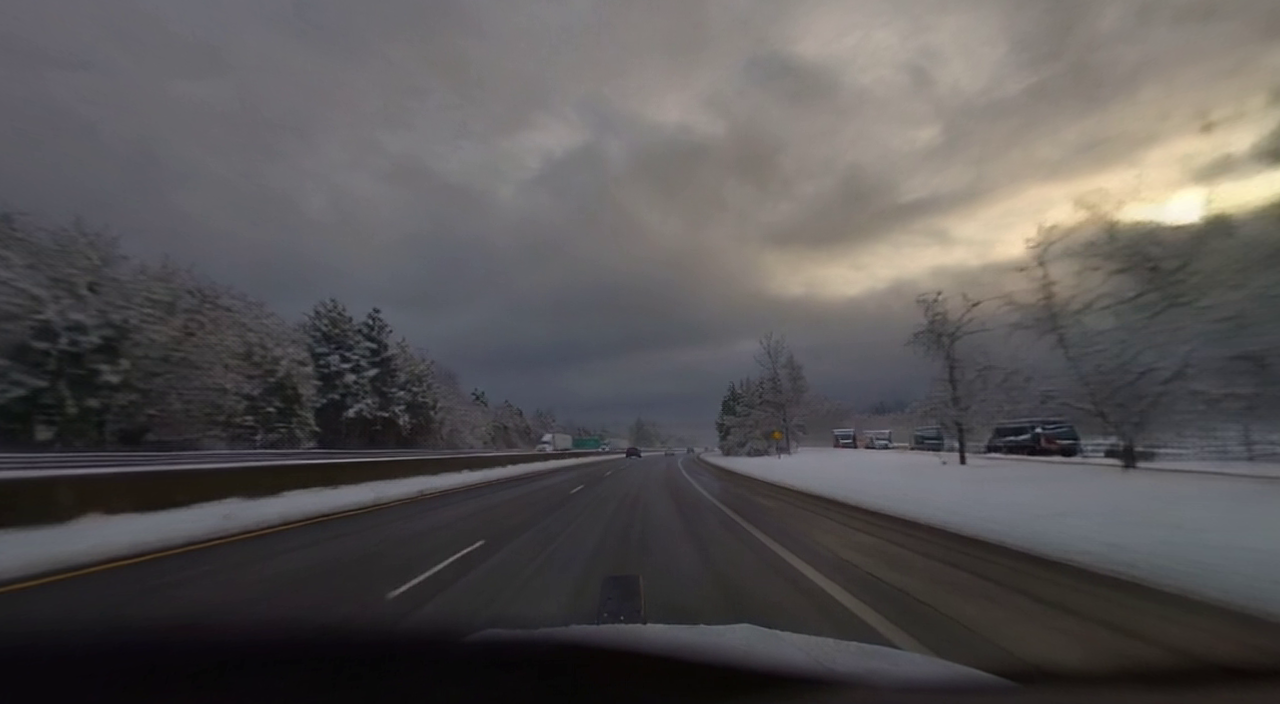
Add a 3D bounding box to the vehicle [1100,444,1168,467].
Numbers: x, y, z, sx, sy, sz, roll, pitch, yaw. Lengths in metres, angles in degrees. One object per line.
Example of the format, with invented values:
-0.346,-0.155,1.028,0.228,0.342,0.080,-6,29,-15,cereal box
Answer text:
35.606,7.453,45.560,2.009,1.586,4.354,-2,-9,11,vehicle
